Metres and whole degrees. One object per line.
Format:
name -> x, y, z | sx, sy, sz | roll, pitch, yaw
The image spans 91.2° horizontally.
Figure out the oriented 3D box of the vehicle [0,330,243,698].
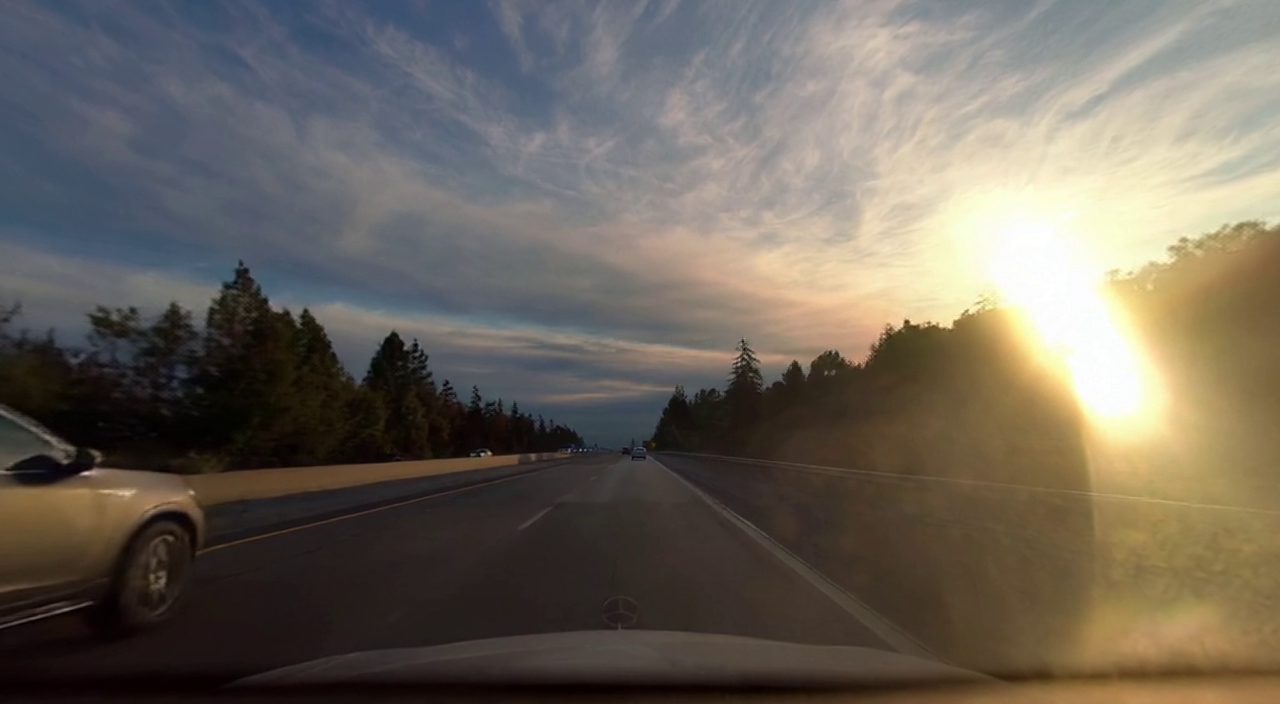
vehicle -> -4.317, 0.739, 2.674 | 2.292, 1.802, 4.481 | 0, -9, 0
